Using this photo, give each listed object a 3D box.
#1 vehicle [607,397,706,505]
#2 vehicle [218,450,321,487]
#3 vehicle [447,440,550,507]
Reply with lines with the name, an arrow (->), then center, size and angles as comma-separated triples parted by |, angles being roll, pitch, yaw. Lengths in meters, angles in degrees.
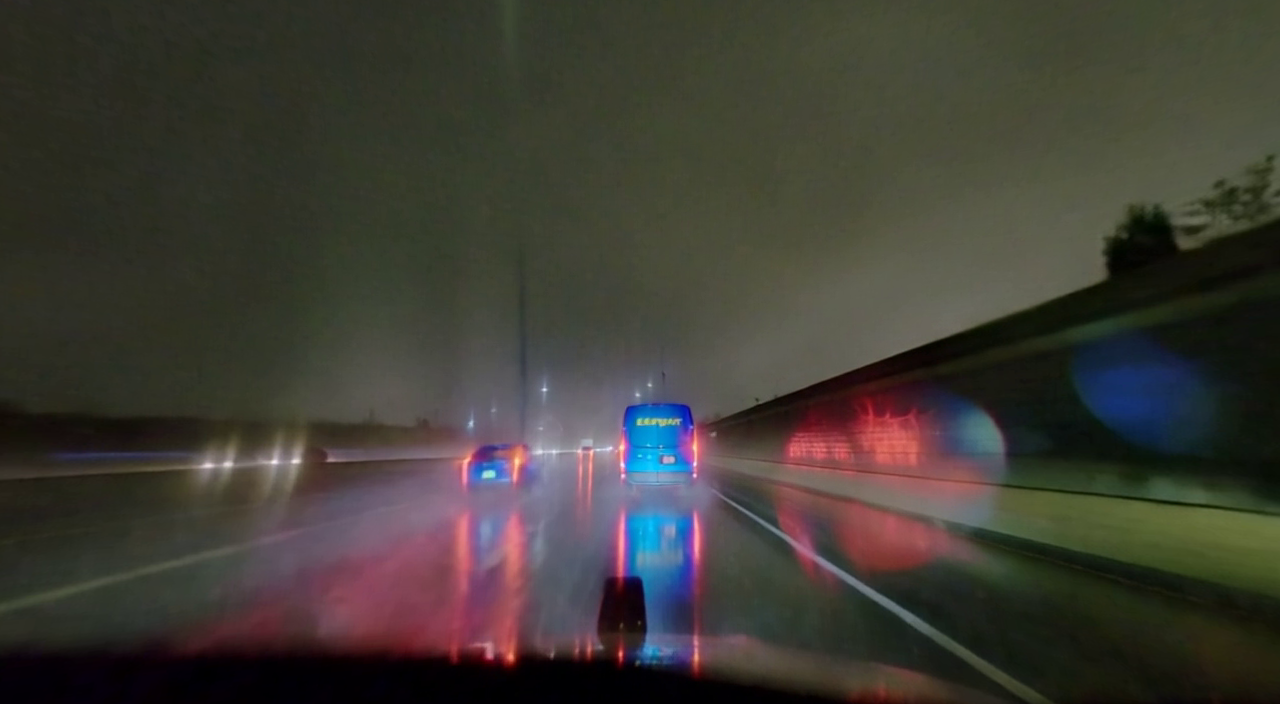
vehicle -> 0.307, 2.750, 17.701 | 2.332, 2.558, 5.314 | 0, -9, -2
vehicle -> -16.072, 5.042, 27.678 | 1.839, 1.437, 4.315 | 0, -9, 1
vehicle -> -3.494, 3.047, 16.220 | 1.788, 1.500, 3.475 | 0, -9, 0
